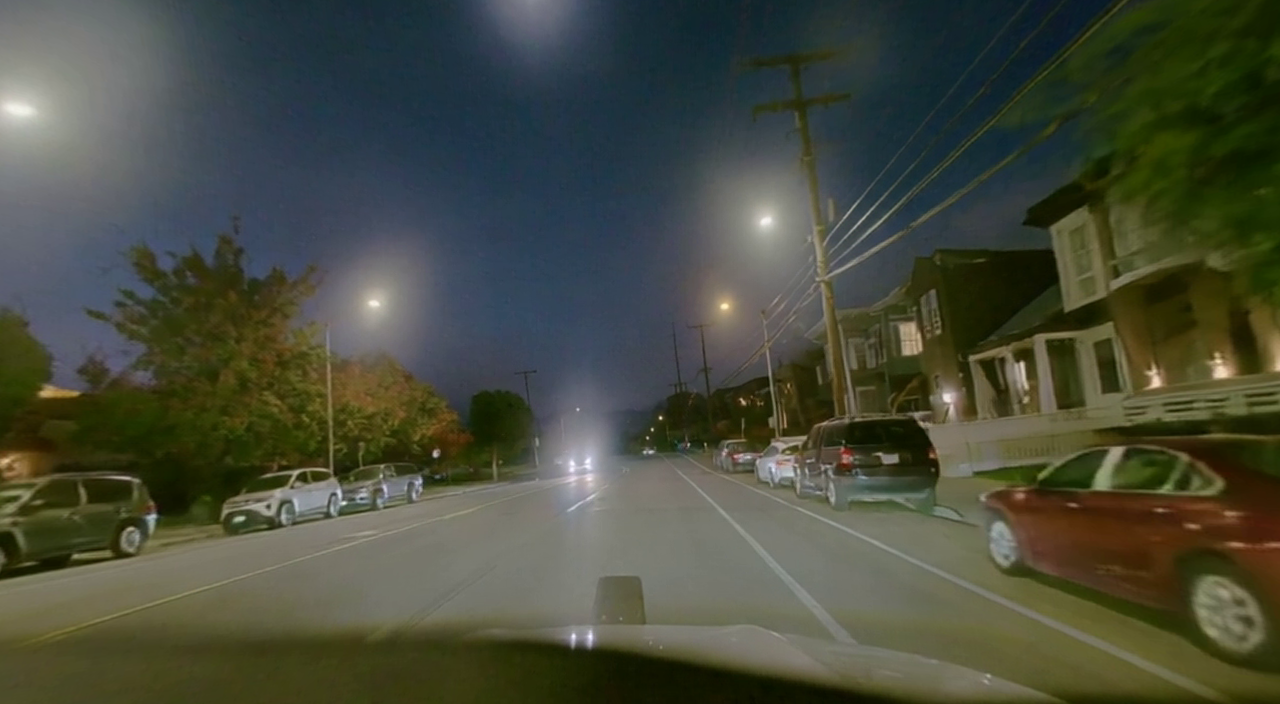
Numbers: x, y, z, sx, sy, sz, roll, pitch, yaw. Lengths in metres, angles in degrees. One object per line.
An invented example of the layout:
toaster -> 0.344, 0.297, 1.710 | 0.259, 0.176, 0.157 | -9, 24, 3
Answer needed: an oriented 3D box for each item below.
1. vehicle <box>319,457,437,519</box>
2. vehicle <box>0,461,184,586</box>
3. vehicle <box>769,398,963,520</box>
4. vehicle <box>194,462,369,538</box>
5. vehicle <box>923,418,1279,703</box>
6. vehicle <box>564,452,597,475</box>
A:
vehicle -> -10.435, 5.408, 25.799 | 2.282, 2.060, 5.738 | 0, -8, 0
vehicle -> -11.028, 2.998, 11.557 | 1.937, 1.837, 4.414 | -1, -8, 2
vehicle -> 4.591, 2.307, 14.082 | 2.330, 2.160, 5.550 | 0, -8, 1
vehicle -> -10.824, 4.472, 19.753 | 2.089, 1.837, 5.499 | -1, -8, 2
vehicle -> 4.292, 1.324, 4.901 | 1.927, 1.483, 5.100 | -1, -8, 1
vehicle -> -4.506, 8.571, 48.615 | 1.948, 1.502, 4.434 | -3, -8, 2
